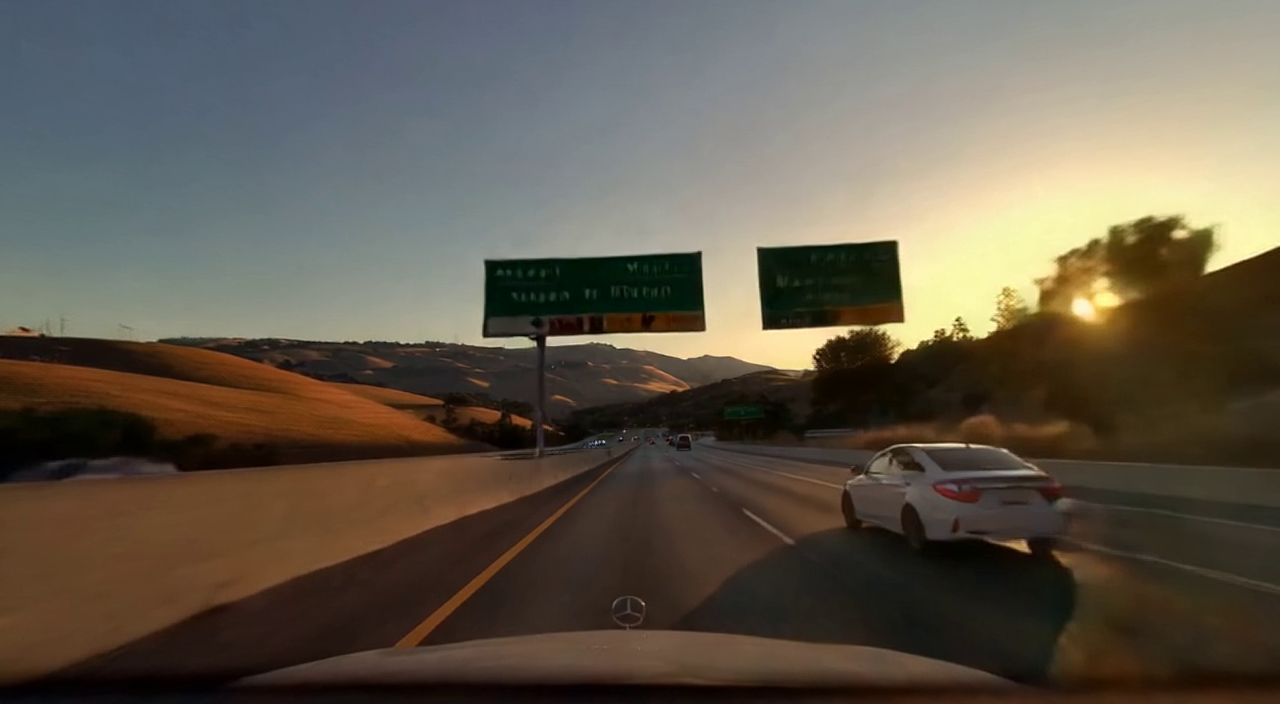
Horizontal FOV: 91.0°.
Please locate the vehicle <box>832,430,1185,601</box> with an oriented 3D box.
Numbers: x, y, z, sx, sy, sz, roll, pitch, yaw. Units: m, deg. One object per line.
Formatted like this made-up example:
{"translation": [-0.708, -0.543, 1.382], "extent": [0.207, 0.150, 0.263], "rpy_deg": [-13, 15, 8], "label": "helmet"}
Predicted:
{"translation": [3.679, 1.645, 7.242], "extent": [1.683, 1.400, 3.868], "rpy_deg": [0, -8, 0], "label": "vehicle"}
